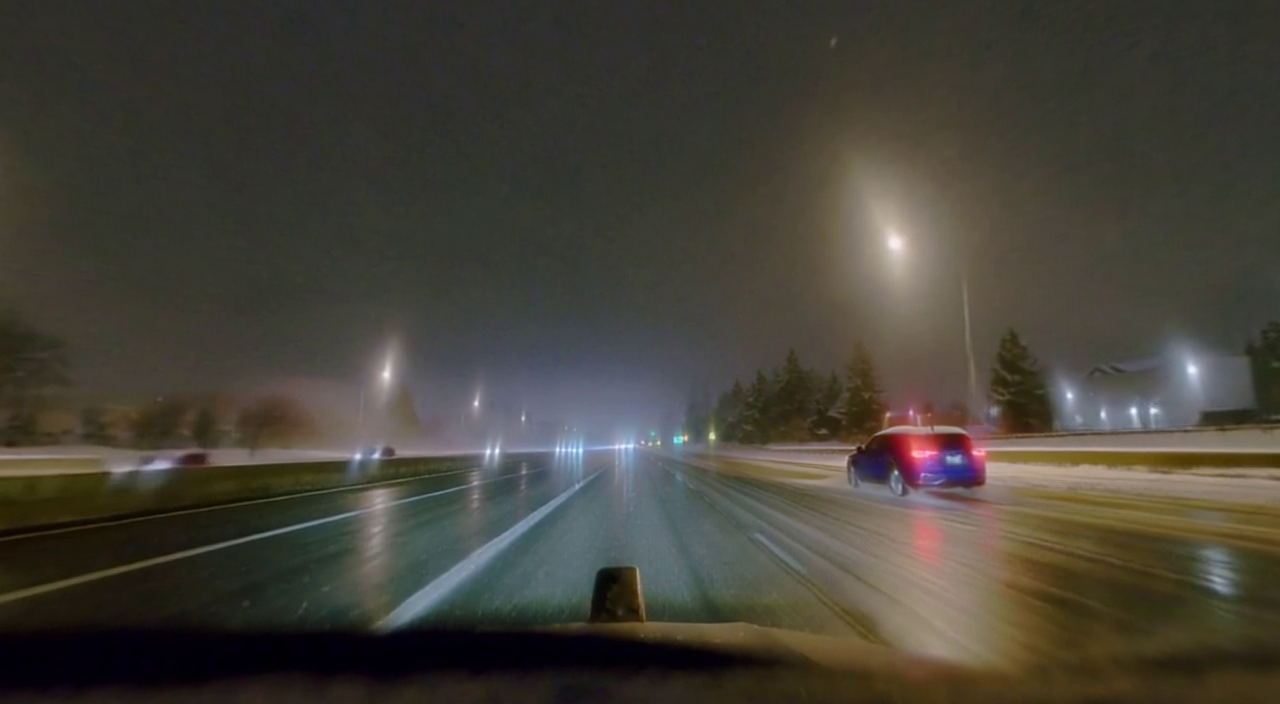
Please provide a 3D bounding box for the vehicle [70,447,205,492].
[{"bbox_3d":[-21.842,5.092,27.743,2.003,1.762,4.737,0,-8,0],"label":"vehicle"}]

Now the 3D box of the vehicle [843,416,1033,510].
[{"bbox_3d":[6.857,2.610,15.273,2.222,1.899,4.595,0,-9,-1],"label":"vehicle"}]
